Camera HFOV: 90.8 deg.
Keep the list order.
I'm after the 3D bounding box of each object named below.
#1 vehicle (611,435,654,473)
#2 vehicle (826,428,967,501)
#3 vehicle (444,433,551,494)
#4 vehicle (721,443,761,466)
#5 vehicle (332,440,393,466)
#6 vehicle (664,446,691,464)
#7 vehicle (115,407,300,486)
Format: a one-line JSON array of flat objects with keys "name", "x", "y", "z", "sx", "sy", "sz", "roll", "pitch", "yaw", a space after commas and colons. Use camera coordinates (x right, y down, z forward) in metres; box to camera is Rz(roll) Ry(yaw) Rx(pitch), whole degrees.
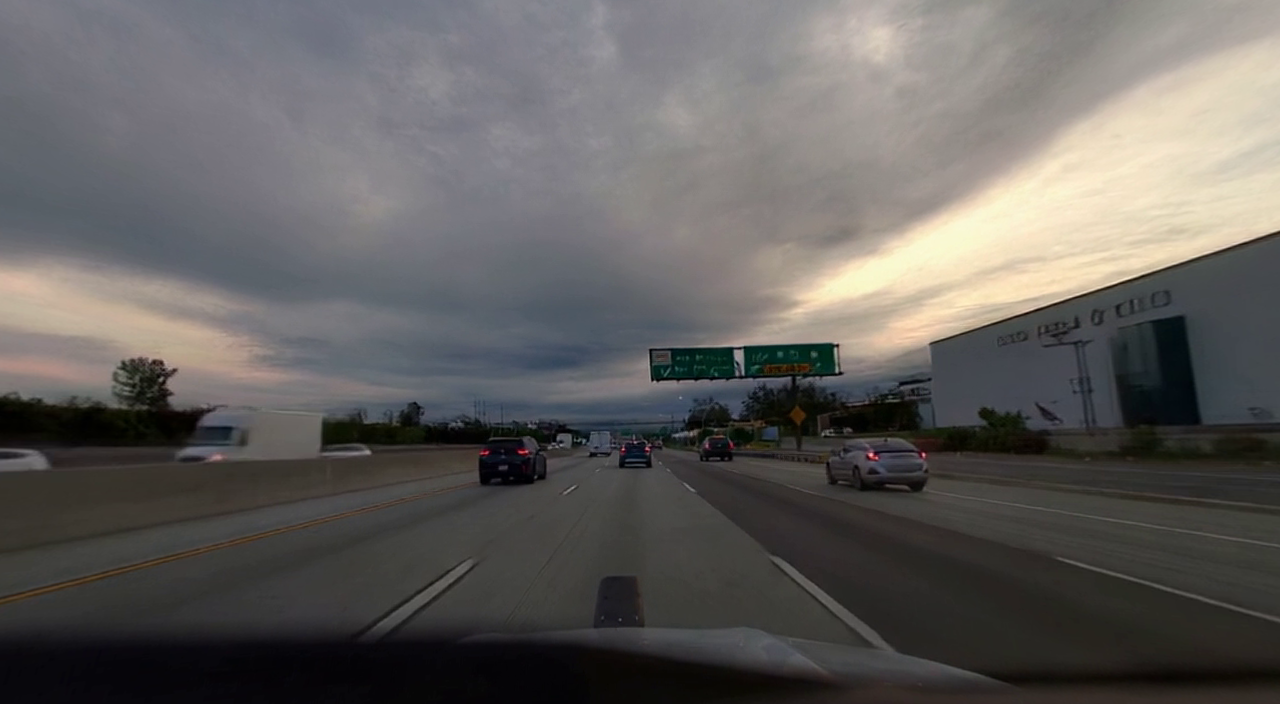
[{"name": "vehicle", "x": -0.366, "y": 5.082, "z": 31.686, "sx": 2.002, "sy": 1.759, "sz": 4.658, "roll": 0, "pitch": -8, "yaw": 0}, {"name": "vehicle", "x": 6.574, "y": 2.927, "z": 16.779, "sx": 1.944, "sy": 1.666, "sz": 4.184, "roll": 0, "pitch": -9, "yaw": 0}, {"name": "vehicle", "x": -4.188, "y": 3.354, "z": 19.443, "sx": 2.126, "sy": 1.631, "sz": 4.643, "roll": 0, "pitch": -9, "yaw": 1}, {"name": "vehicle", "x": 6.714, "y": 6.898, "z": 42.567, "sx": 1.879, "sy": 1.428, "sz": 4.402, "roll": 0, "pitch": -9, "yaw": -1}, {"name": "vehicle", "x": -21.387, "y": 7.812, "z": 48.954, "sx": 2.093, "sy": 1.851, "sz": 5.667, "roll": 0, "pitch": -8, "yaw": 0}, {"name": "vehicle", "x": 2.910, "y": 8.085, "z": 49.803, "sx": 1.816, "sy": 1.353, "sz": 3.809, "roll": 0, "pitch": -8, "yaw": -1}, {"name": "vehicle", "x": -13.671, "y": 3.063, "z": 20.511, "sx": 2.393, "sy": 2.225, "sz": 4.996, "roll": 0, "pitch": -9, "yaw": 0}]
